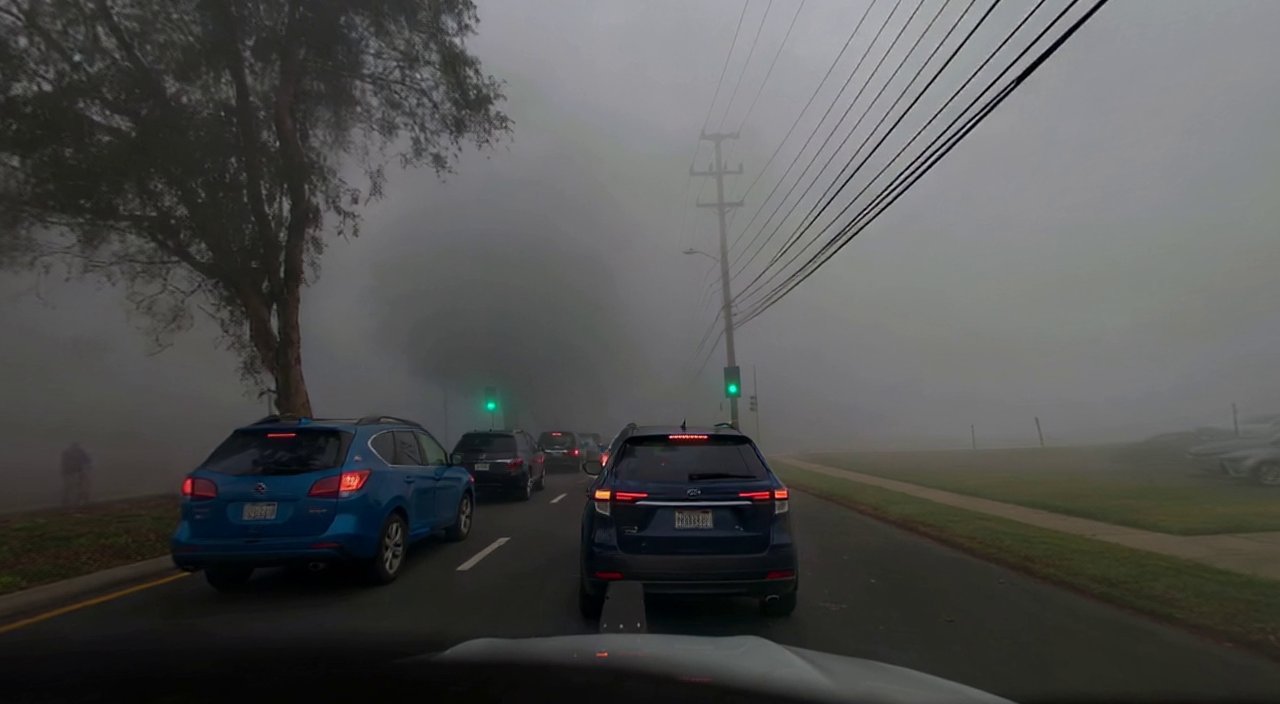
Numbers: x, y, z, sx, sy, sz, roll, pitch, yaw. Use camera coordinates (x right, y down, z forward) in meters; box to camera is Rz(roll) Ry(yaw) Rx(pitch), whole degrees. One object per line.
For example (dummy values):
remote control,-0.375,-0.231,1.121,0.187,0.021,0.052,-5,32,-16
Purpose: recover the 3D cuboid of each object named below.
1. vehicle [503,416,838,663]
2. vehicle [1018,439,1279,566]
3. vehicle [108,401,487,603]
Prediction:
vehicle,0.121,1.446,5.957,2.056,1.487,4.003,0,-9,-2
vehicle,8.389,2.155,9.938,1.993,1.508,4.521,0,-9,-1
vehicle,-3.467,1.609,7.645,2.105,1.706,4.337,0,-9,0
